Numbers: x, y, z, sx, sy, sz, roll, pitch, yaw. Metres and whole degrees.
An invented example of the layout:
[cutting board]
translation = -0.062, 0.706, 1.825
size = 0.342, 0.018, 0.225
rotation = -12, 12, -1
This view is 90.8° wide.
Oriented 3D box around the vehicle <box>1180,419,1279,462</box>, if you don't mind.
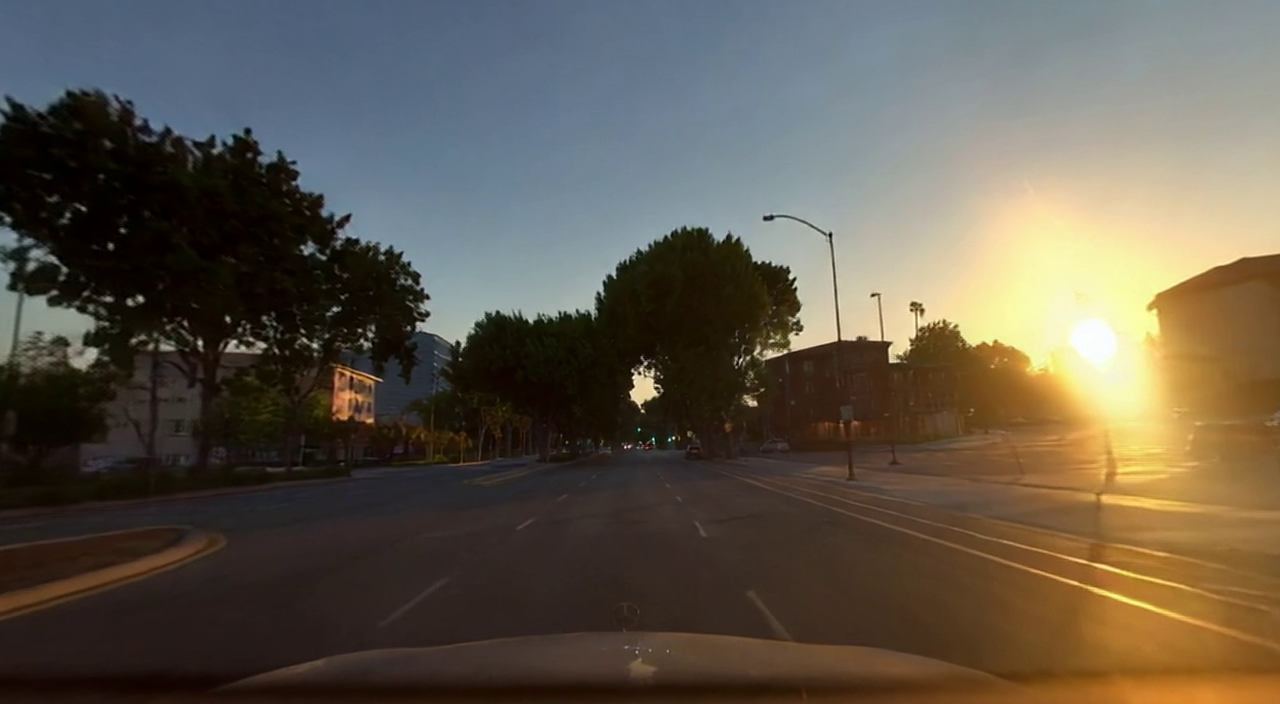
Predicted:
[vehicle]
translation = 22.421, 3.181, 22.612
size = 1.834, 1.444, 4.703
rotation = 0, -8, -3
